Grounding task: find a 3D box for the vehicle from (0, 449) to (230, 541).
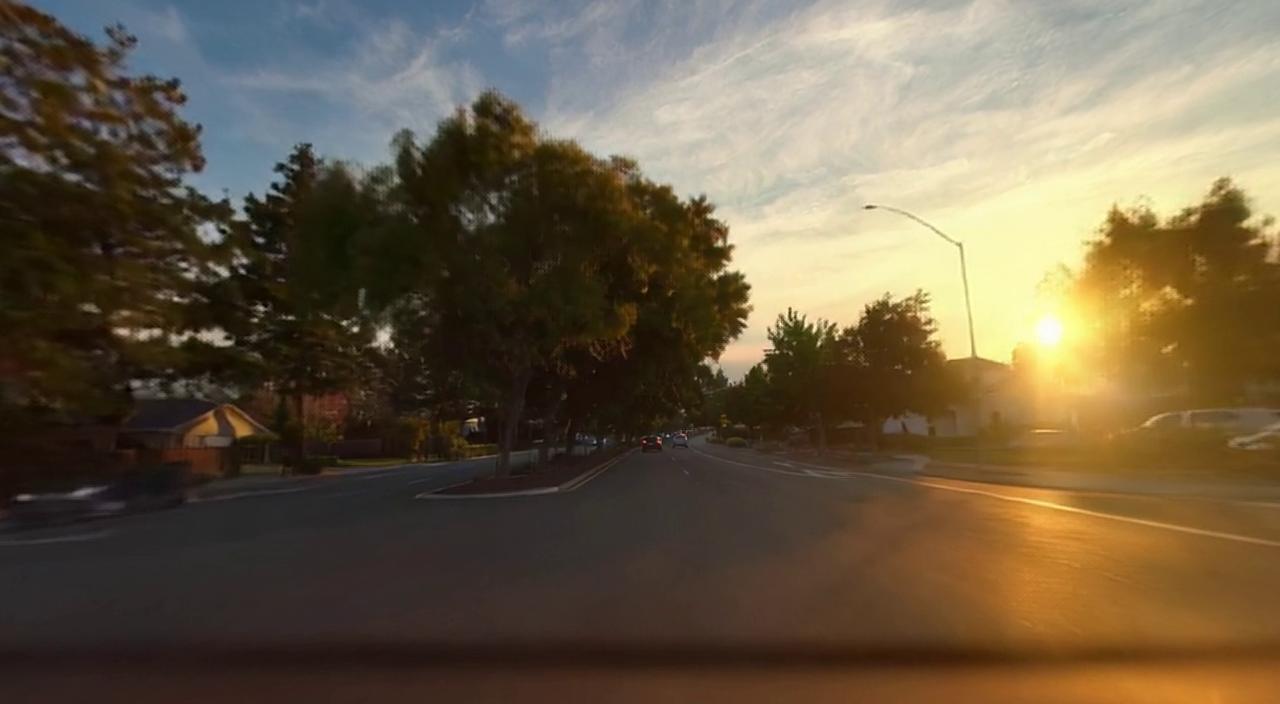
[{"bbox_3d":[-10.619,2.695,12.615,1.960,1.465,4.194,0,-8,1],"label":"vehicle"}]
